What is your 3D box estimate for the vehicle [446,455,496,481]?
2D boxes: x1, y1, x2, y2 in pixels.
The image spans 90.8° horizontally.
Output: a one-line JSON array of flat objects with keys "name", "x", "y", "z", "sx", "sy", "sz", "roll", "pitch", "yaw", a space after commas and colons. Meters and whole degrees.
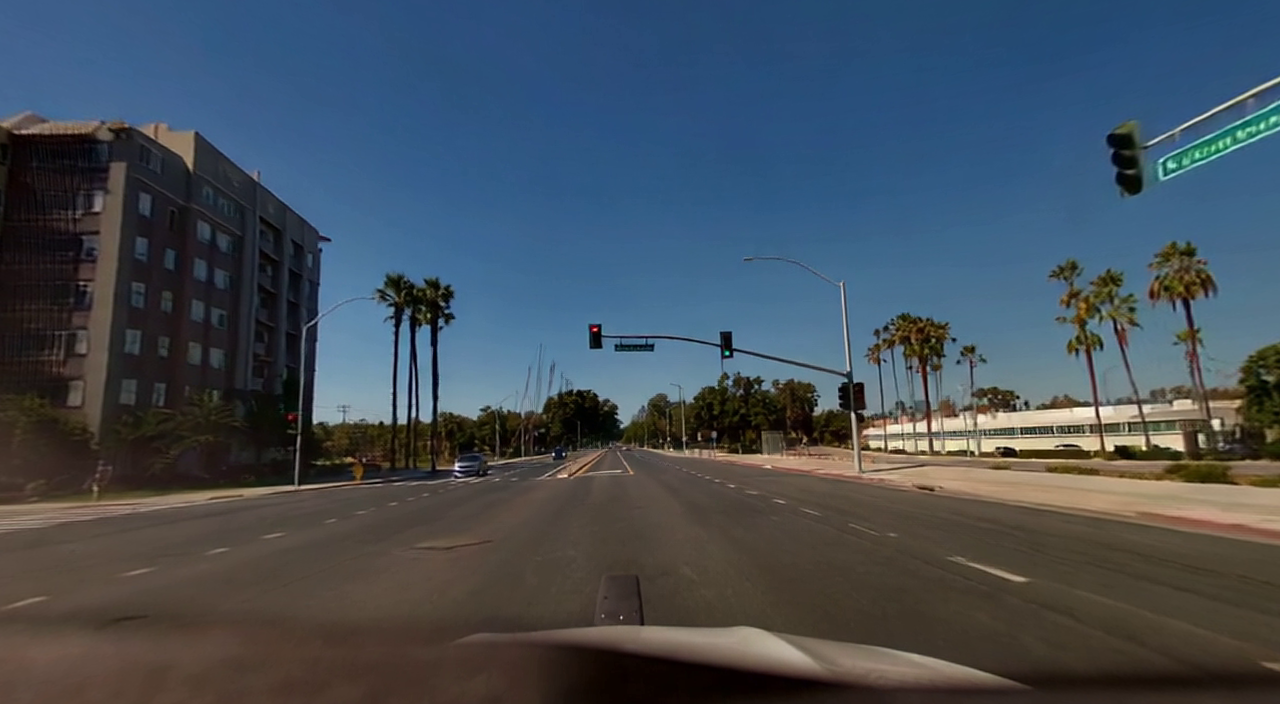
[{"name": "vehicle", "x": -10.756, "y": 7.405, "z": 40.532, "sx": 2.149, "sy": 1.477, "sz": 4.186, "roll": 0, "pitch": -9, "yaw": -2}]
